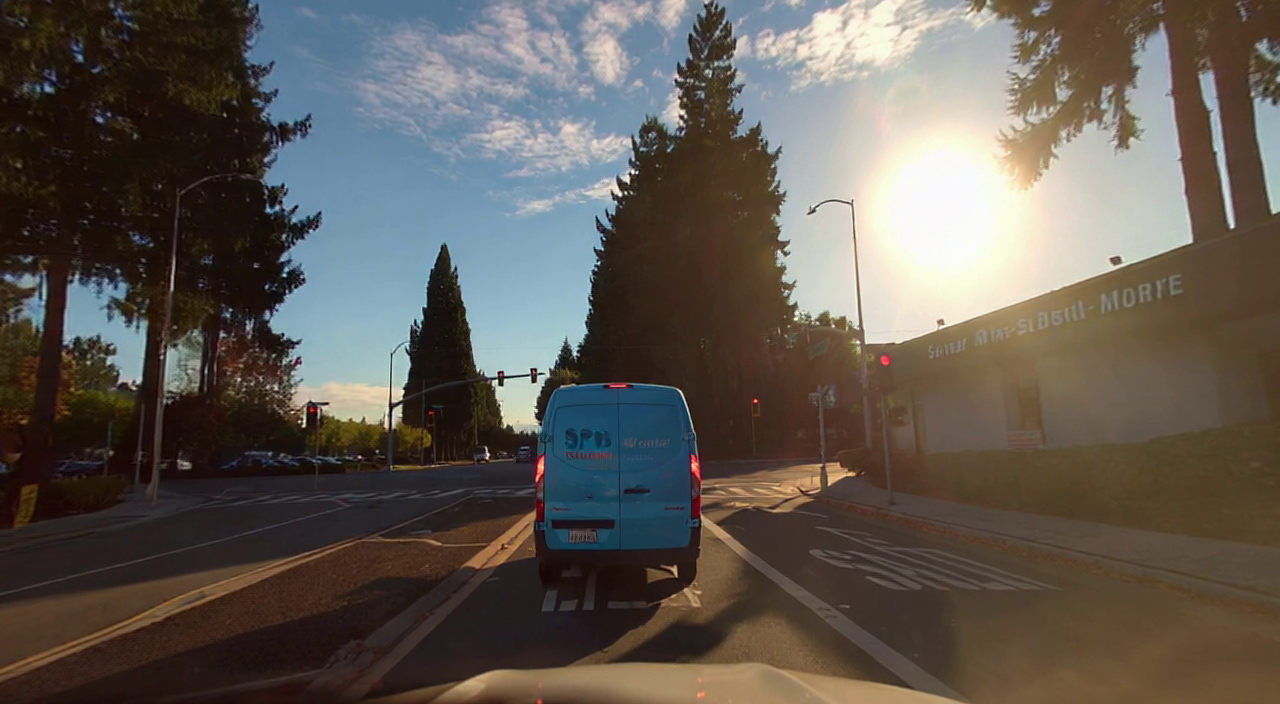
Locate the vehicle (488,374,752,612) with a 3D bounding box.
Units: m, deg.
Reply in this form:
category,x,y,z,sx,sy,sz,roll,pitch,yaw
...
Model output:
category,x,y,z,sx,sy,sz,roll,pitch,yaw
vehicle,-0.293,1.467,7.295,2.181,1.949,3.932,1,-9,-4
